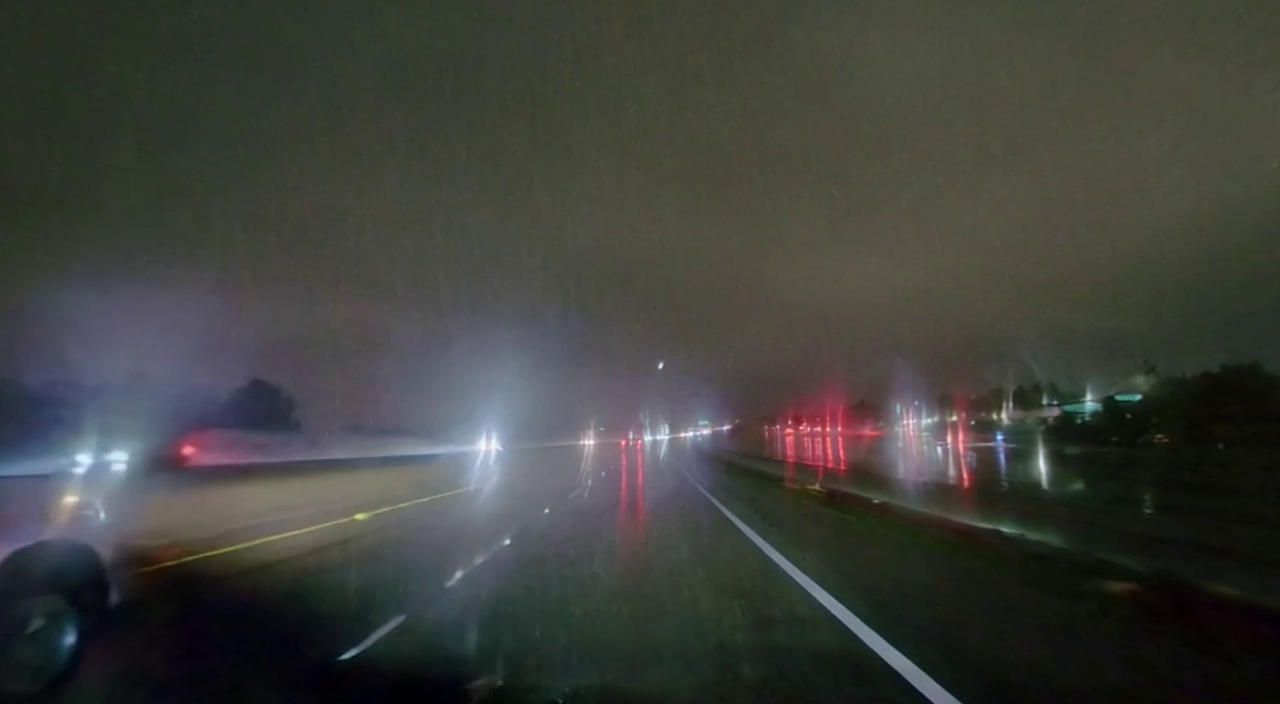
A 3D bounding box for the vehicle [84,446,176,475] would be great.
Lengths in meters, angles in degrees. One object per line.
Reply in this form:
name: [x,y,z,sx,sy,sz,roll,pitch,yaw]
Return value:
vehicle: [-31.709,6.728,39.207,1.904,1.716,4.413,-1,-8,1]
